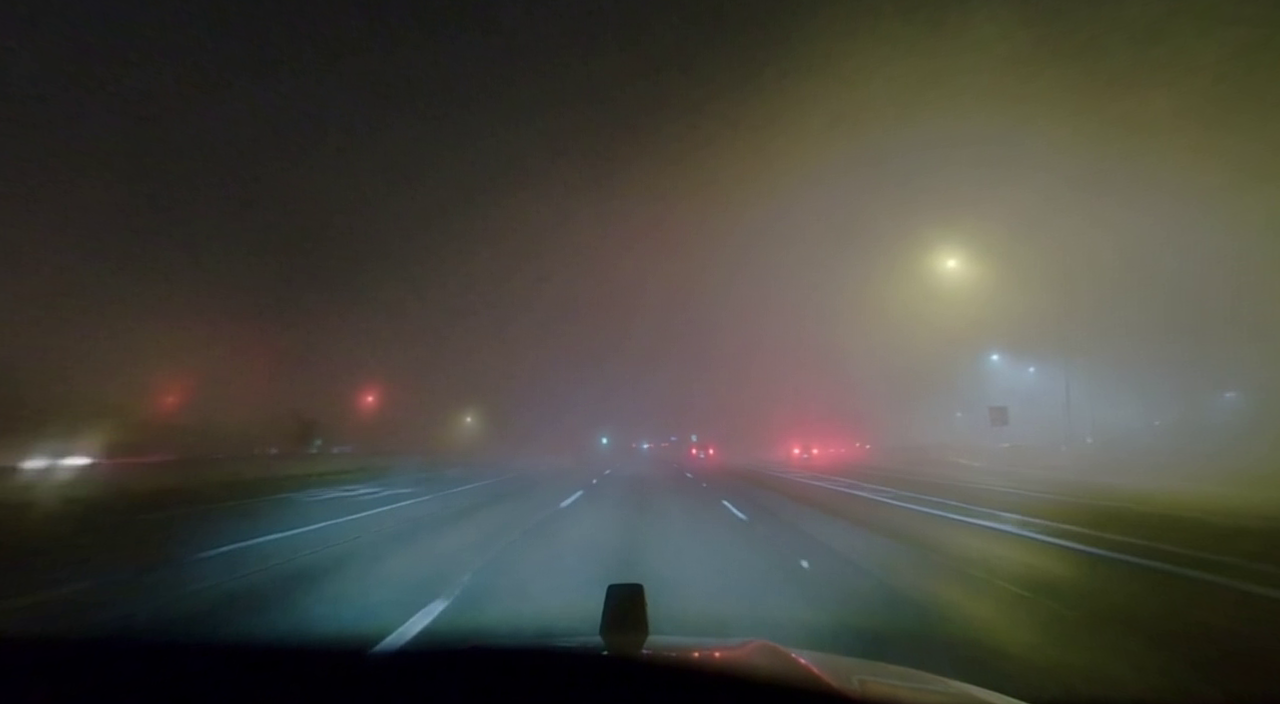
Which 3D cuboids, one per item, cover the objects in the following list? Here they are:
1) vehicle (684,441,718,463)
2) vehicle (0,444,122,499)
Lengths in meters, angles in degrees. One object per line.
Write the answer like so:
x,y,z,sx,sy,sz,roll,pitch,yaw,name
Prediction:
4.276,7.069,44.703,1.912,1.478,4.125,0,-8,0,vehicle
-17.942,3.424,18.353,1.913,1.440,4.374,0,-8,1,vehicle
